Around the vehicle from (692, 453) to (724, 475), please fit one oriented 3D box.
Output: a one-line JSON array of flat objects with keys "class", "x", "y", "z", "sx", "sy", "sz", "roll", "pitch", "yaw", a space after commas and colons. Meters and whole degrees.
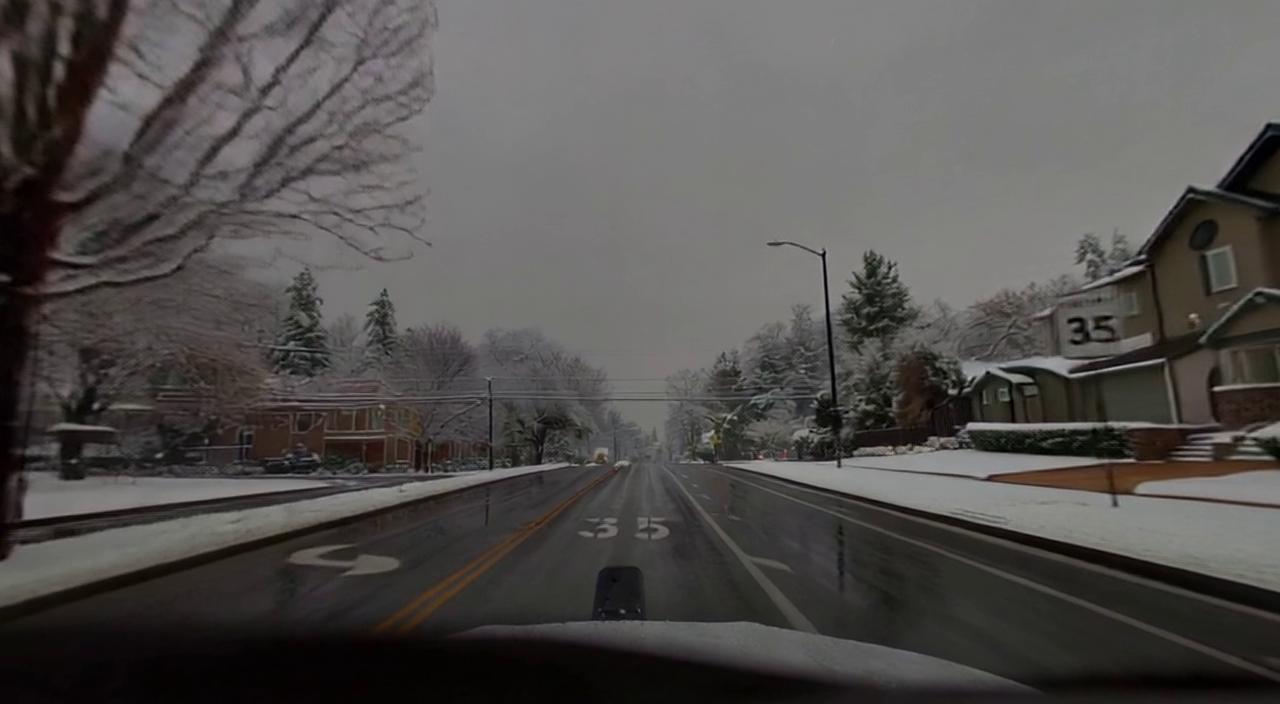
[{"class": "vehicle", "x": 5.193, "y": 8.622, "z": 48.840, "sx": 1.904, "sy": 1.475, "sz": 4.386, "roll": 0, "pitch": -8, "yaw": -1}]
